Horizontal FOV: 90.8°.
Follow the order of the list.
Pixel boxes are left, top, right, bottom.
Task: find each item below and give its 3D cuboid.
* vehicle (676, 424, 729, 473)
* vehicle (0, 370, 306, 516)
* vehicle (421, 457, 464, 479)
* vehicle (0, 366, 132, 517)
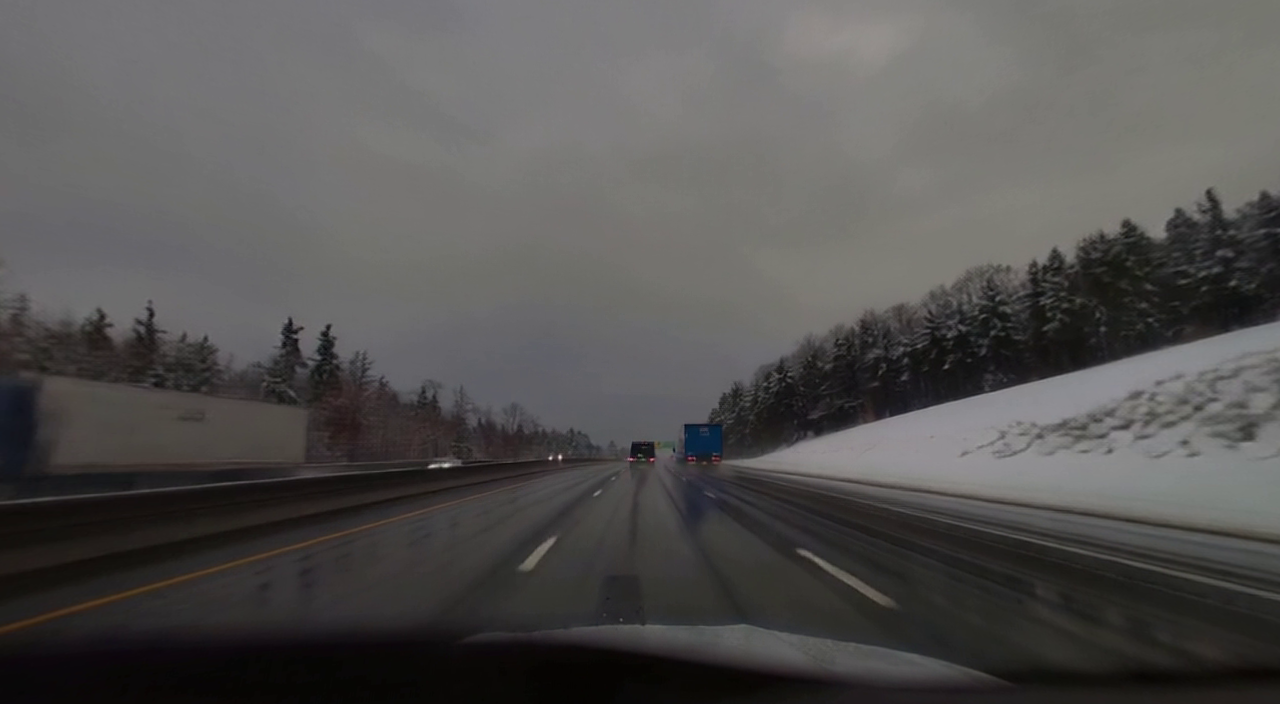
[{"bbox_3d":[4.621,7.455,48.667,2.960,3.381,8.914,0,-9,-1],"label":"vehicle"},{"bbox_3d":[-18.684,3.638,24.942,3.069,4.094,14.152,0,-9,1],"label":"vehicle"},{"bbox_3d":[-14.021,8.215,44.916,1.741,1.435,3.864,0,-9,1],"label":"vehicle"},{"bbox_3d":[-18.739,2.603,18.186,3.003,4.022,5.860,0,-9,1],"label":"vehicle"}]
